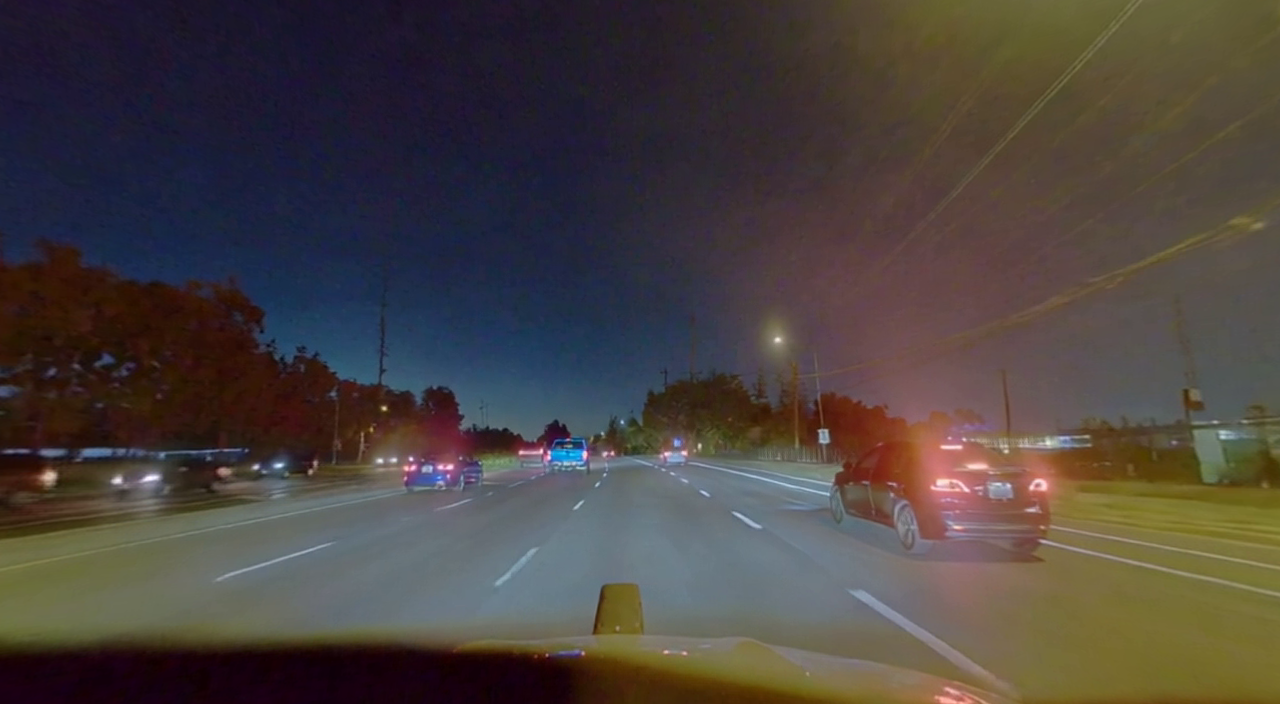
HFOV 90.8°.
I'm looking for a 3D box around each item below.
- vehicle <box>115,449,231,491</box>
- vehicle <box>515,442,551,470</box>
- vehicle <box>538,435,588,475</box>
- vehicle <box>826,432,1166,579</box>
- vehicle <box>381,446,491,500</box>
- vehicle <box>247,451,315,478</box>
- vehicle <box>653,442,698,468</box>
[{"bbox_3d":[-21.073,5.308,28.759,2.035,1.706,4.197,0,-9,0],"label":"vehicle"},{"bbox_3d":[-8.107,8.004,48.437,2.169,1.865,4.739,4,-11,-4],"label":"vehicle"},{"bbox_3d":[-4.174,5.743,35.456,2.467,1.991,6.089,0,-9,-4],"label":"vehicle"},{"bbox_3d":[4.220,1.864,8.606,1.840,1.428,4.602,0,-9,-2],"label":"vehicle"},{"bbox_3d":[-6.408,3.827,20.487,2.035,1.497,4.723,0,-9,-1],"label":"vehicle"},{"bbox_3d":[-24.298,7.626,43.017,1.915,1.689,4.640,0,-9,-1],"label":"vehicle"},{"bbox_3d":[2.056,6.167,37.877,2.071,1.435,4.226,1,-9,-5],"label":"vehicle"}]
